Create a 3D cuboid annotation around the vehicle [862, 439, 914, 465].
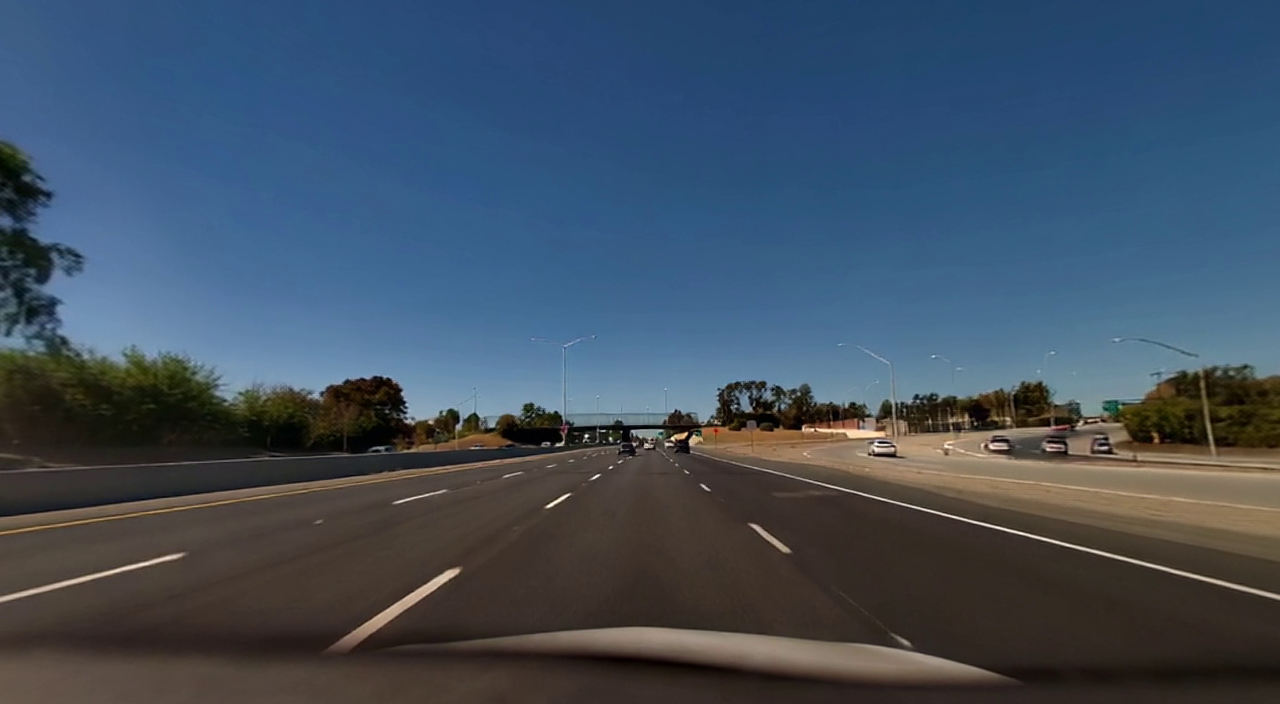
[{"bbox_3d":[16.880,6.794,43.047,2.039,1.658,4.457,-1,-8,5],"label":"vehicle"}]
